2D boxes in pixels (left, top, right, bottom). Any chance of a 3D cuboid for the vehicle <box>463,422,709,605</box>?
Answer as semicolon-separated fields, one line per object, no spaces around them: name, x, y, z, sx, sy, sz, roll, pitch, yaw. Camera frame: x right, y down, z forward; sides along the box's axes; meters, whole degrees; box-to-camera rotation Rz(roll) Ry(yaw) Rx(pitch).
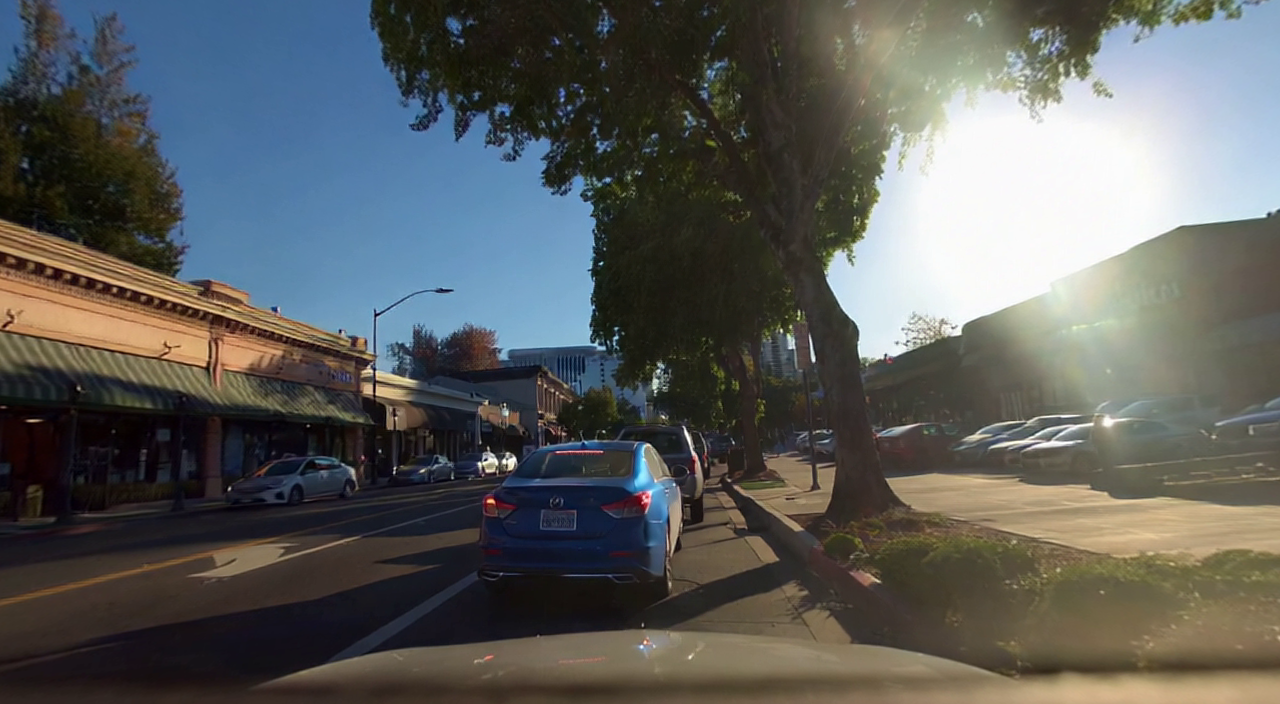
vehicle;-0.271;1.634;7.301;1.939;1.478;3.922;-1;-8;9

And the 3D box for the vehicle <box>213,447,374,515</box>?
vehicle;-11.007;4.068;20.593;2.081;1.718;5.342;-6;-9;3

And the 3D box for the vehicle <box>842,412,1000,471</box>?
vehicle;9.013;2.828;20.230;4.558;1.528;1.915;0;-8;-23

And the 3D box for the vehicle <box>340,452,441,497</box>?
vehicle;-10.259;5.032;26.284;1.826;1.432;4.556;-7;-9;8
